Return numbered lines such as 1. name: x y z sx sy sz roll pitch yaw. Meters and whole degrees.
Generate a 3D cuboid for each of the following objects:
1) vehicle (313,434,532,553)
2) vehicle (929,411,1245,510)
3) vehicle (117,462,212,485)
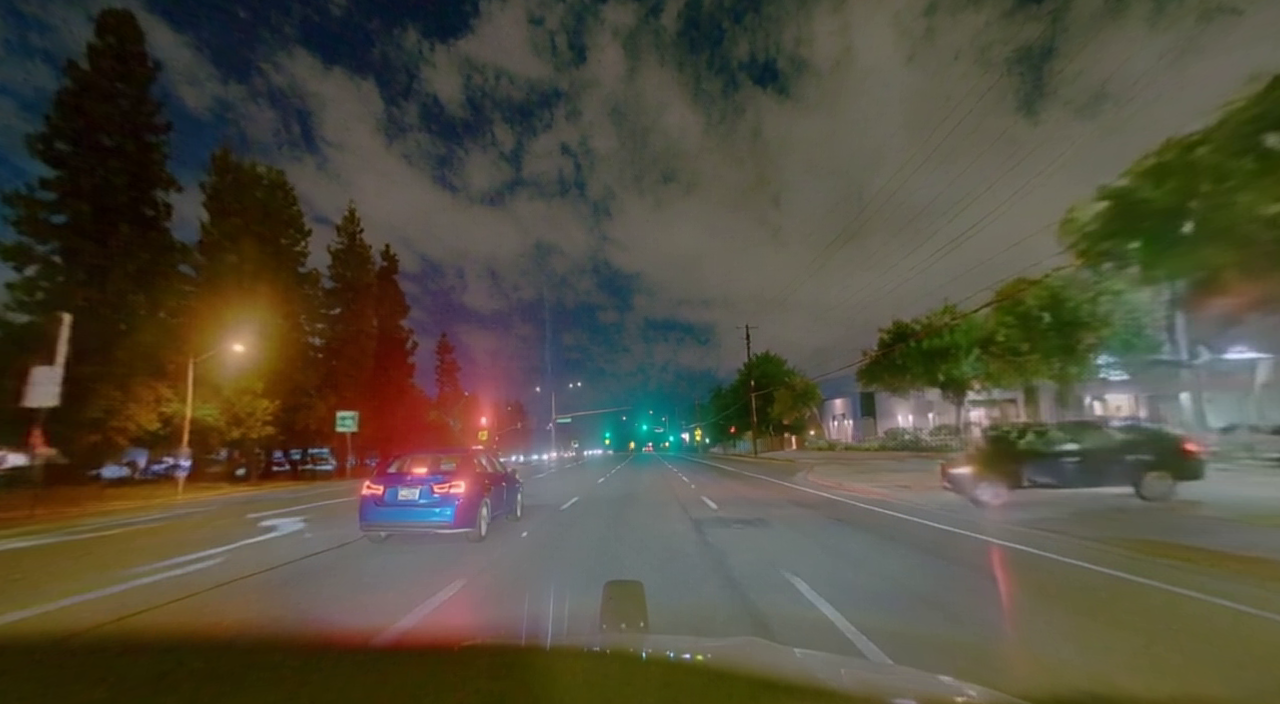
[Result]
1. vehicle: -3.131 2.135 10.232 1.924 1.480 4.421 0 -9 1
2. vehicle: 8.465 2.110 12.497 4.511 1.720 2.131 -2 -8 11
3. vehicle: -30.979 7.922 41.145 4.737 1.375 1.926 -1 -8 3
